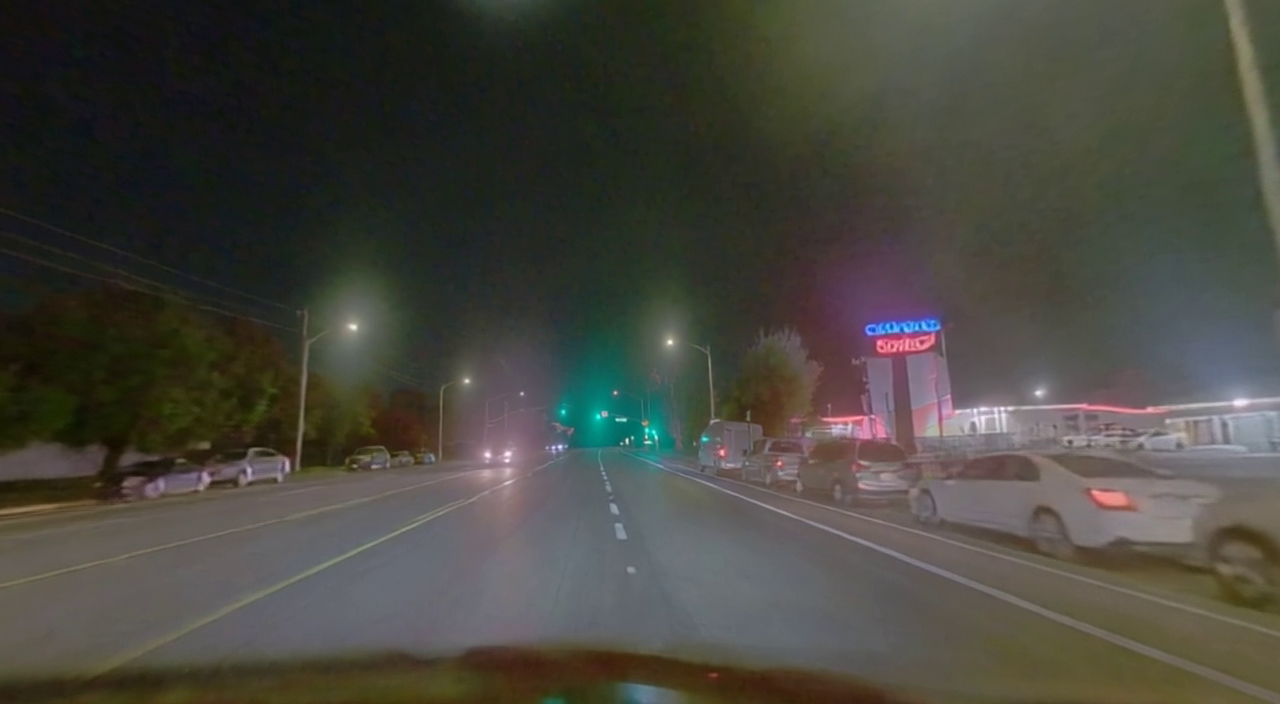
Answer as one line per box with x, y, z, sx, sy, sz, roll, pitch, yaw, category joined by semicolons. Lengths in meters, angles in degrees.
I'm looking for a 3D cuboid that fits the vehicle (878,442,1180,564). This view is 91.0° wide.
5.758;2.232;10.237;1.902;1.494;4.622;0;-8;-1;vehicle

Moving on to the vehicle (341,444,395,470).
-18.509;7.161;43.086;2.021;1.695;4.372;1;-8;-4;vehicle

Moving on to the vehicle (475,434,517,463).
-10.604;7.125;46.684;2.235;2.023;4.923;1;-8;-4;vehicle

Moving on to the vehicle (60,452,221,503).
-17.049;4.261;21.852;2.036;1.478;4.615;0;-8;-4;vehicle

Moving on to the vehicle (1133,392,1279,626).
6.373;1.070;3.700;2.092;1.887;5.632;1;-8;-4;vehicle

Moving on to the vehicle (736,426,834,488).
5.136;3.807;23.200;2.002;2.010;5.145;1;-8;-5;vehicle

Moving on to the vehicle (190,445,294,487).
-17.489;4.984;27.935;1.928;1.718;4.279;0;-8;-3;vehicle

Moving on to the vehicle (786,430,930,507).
5.578;3.030;16.834;1.952;1.771;4.385;1;-8;-5;vehicle

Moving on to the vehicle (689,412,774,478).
4.378;4.584;31.477;2.739;2.866;6.142;-1;-7;-5;vehicle
